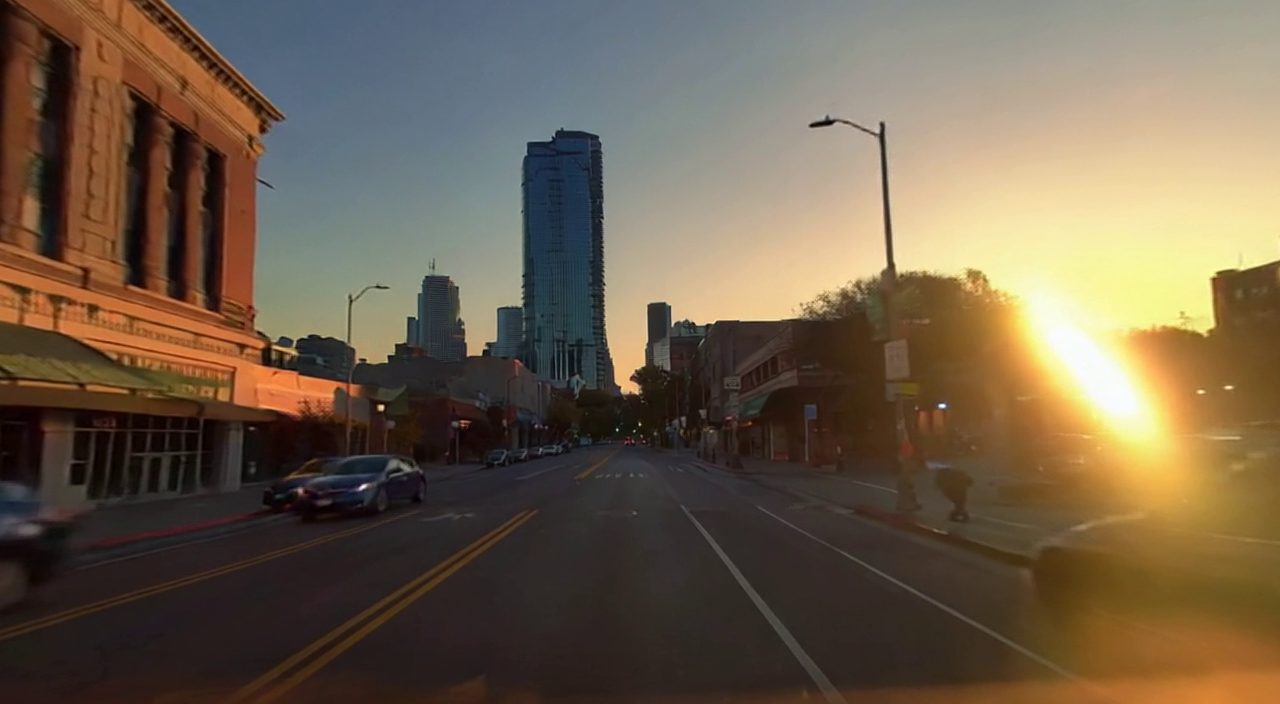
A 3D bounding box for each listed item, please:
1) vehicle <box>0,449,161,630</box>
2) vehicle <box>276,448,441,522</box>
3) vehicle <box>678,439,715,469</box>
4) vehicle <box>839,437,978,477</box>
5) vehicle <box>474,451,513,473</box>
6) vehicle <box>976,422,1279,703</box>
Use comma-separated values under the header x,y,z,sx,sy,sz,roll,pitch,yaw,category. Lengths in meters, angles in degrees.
x,y,z,sx,sy,sz,roll,pitch,yaw,category
-6.355,1.478,4.578,1.993,1.484,4.812,0,-8,0,vehicle
-6.599,3.129,15.520,1.962,1.475,4.580,0,-8,0,vehicle
3.590,6.573,40.960,2.118,1.779,5.121,0,-8,2,vehicle
10.594,4.149,25.154,4.611,1.494,1.982,0,-8,-4,vehicle
-11.275,8.468,49.000,2.018,1.553,4.407,0,-8,-1,vehicle
3.721,1.037,2.655,1.937,1.481,4.760,0,-8,-1,vehicle
